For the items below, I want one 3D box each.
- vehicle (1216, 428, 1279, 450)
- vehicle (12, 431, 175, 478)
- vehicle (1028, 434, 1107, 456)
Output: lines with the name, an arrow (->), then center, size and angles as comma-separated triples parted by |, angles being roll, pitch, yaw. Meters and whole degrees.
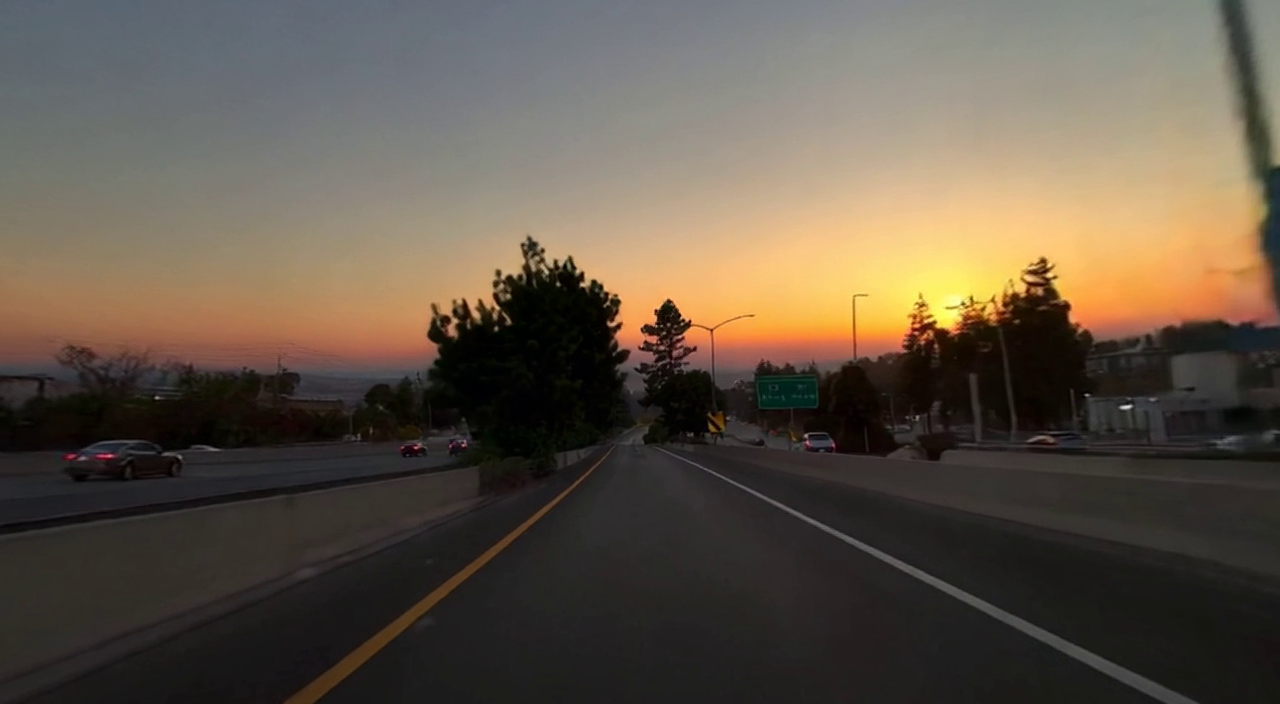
vehicle -> 46.534, 6.552, 47.591 | 1.785, 1.507, 4.321 | -1, -7, -9
vehicle -> -19.677, 3.710, 23.094 | 2.068, 1.518, 4.438 | 0, -8, -2
vehicle -> 30.213, 6.568, 44.746 | 4.141, 1.505, 1.972 | 0, -8, 3
